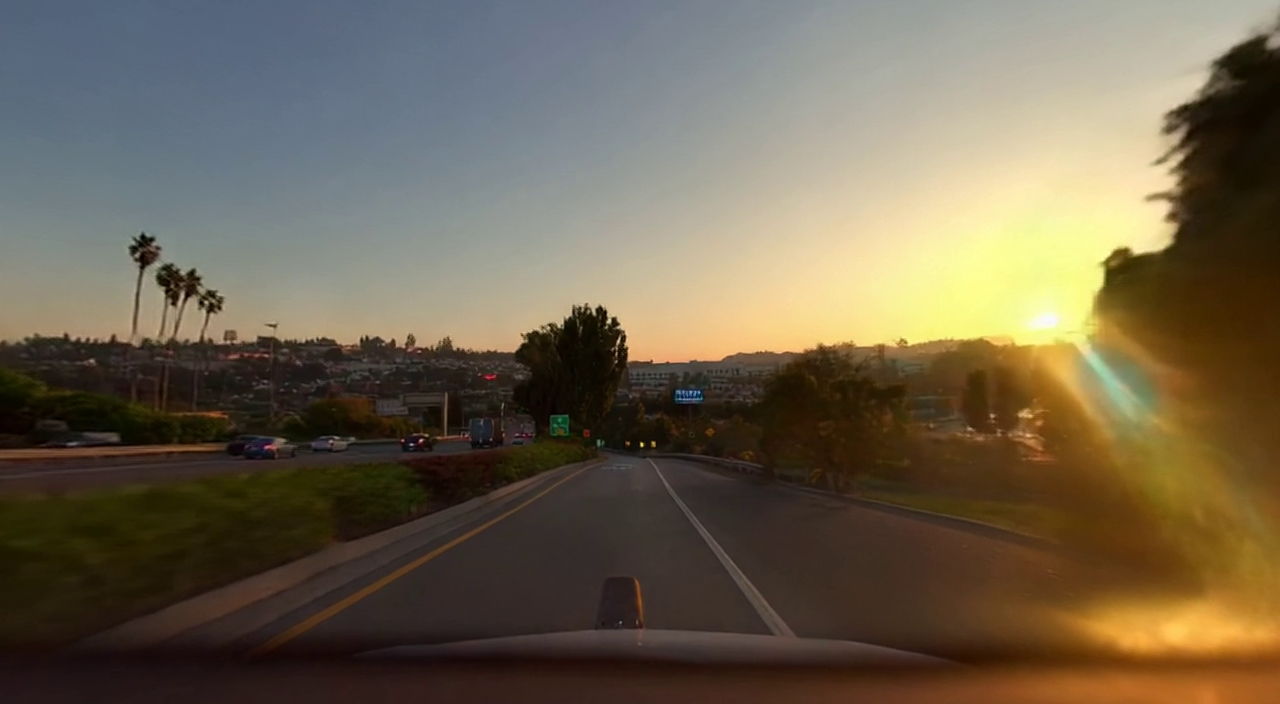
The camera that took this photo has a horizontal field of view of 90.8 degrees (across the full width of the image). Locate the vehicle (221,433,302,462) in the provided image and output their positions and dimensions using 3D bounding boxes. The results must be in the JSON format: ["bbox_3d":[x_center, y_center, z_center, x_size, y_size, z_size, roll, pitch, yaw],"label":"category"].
[{"bbox_3d":[-21.229,5.356,35.640,1.933,1.496,4.516,0,-8,-3],"label":"vehicle"}]
